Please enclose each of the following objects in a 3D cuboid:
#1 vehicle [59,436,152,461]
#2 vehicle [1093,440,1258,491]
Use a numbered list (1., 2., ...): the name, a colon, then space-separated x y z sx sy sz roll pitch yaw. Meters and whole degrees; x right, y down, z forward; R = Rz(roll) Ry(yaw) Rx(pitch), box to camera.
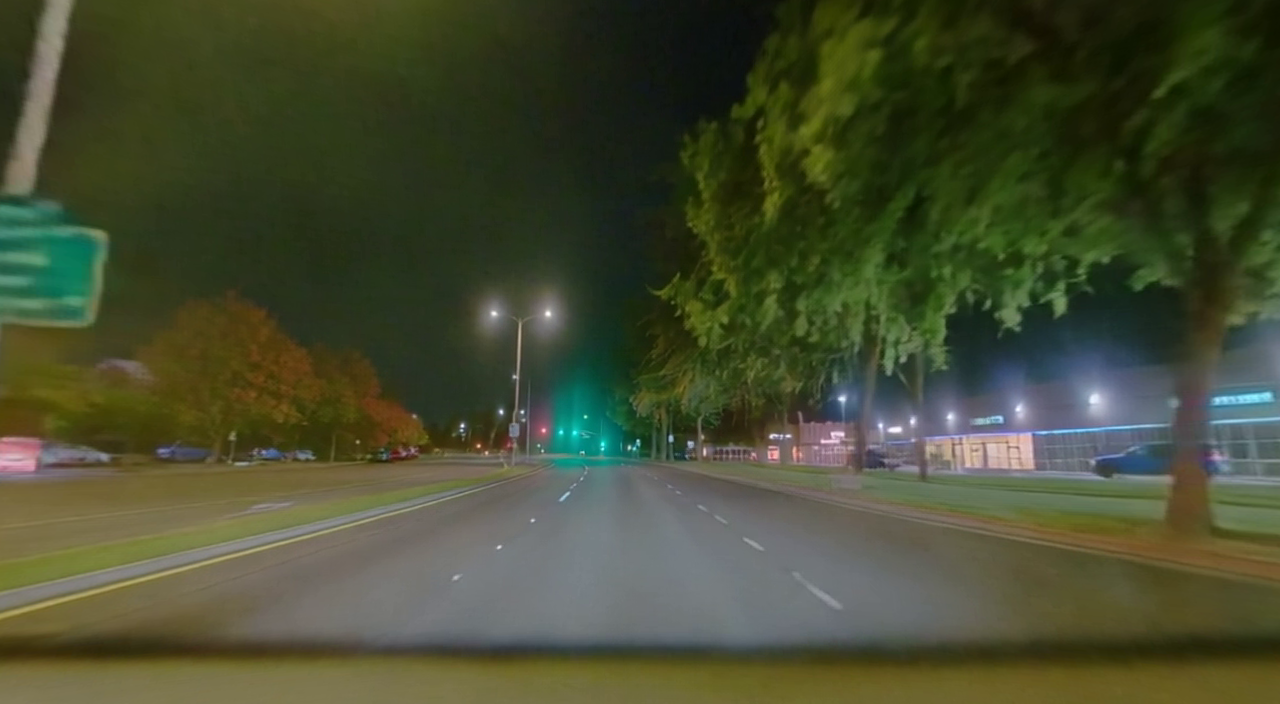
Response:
1. vehicle: -41.427 7.552 49.092 4.875 1.819 2.218 4 -11 -19
2. vehicle: 31.813 6.724 37.923 2.649 2.623 6.928 8 -10 -26
